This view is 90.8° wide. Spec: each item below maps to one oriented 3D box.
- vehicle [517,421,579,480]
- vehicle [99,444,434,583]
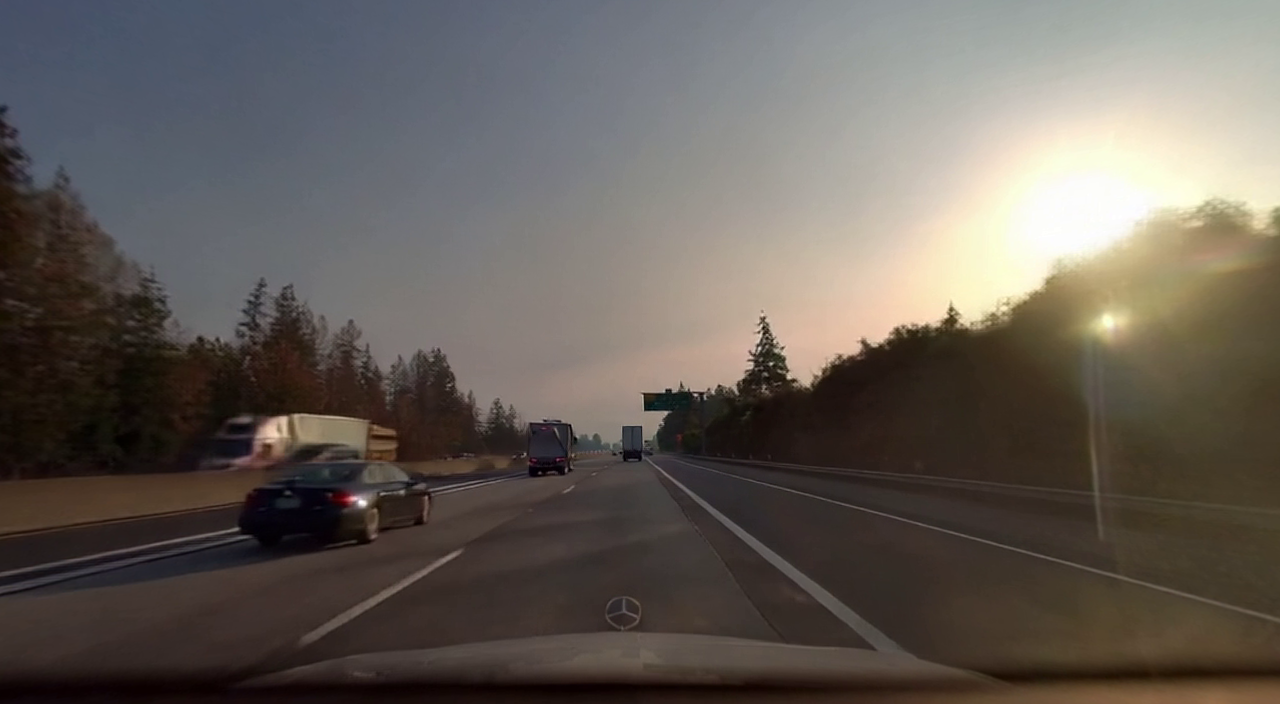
[{"bbox_3d":[-4.714,5.205,33.392,2.368,2.813,6.329,0,-9,-1],"label":"vehicle"},{"bbox_3d":[-4.781,2.105,9.147,1.979,1.459,4.643,0,-9,1],"label":"vehicle"}]
